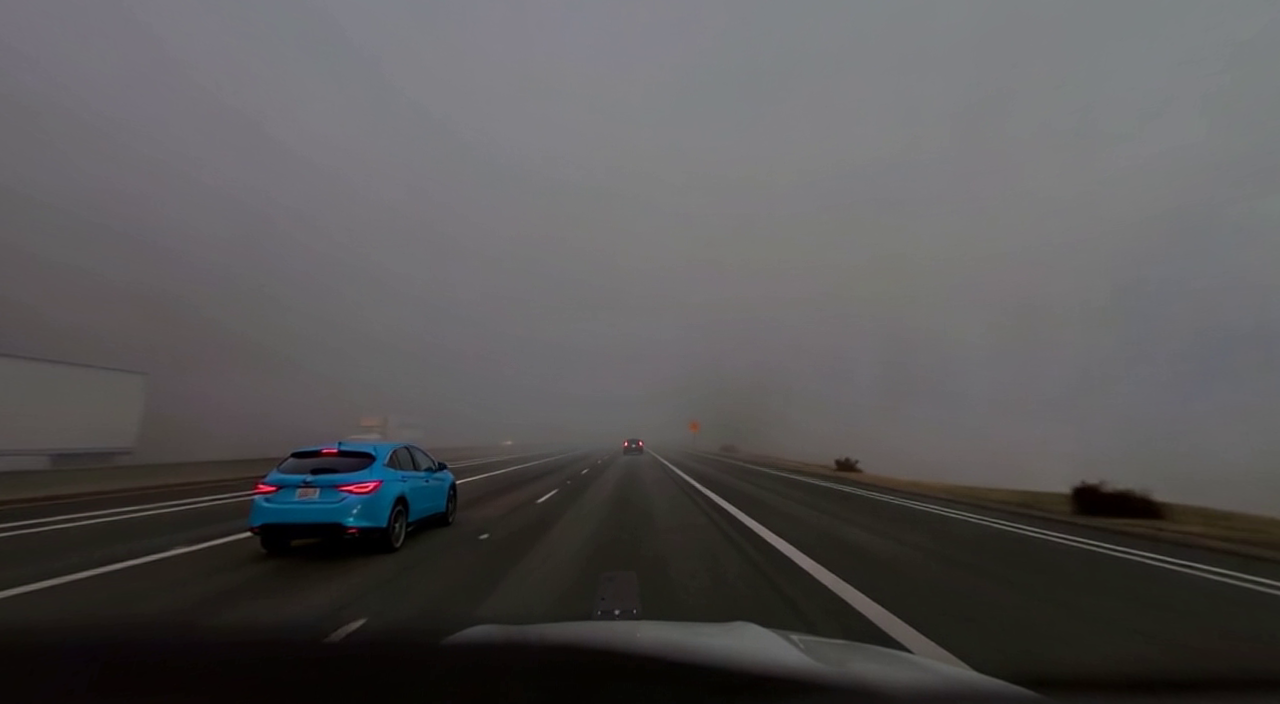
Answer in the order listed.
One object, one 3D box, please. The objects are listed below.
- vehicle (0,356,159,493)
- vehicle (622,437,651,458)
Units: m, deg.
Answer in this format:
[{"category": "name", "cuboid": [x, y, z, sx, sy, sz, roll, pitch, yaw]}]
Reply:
[{"category": "vehicle", "cuboid": [-18.754, 1.740, 15.361, 2.854, 3.673, 14.630, 0, -8, -1]}, {"category": "vehicle", "cuboid": [-0.333, 7.012, 46.409, 2.028, 1.440, 3.690, 0, -8, -2]}]
